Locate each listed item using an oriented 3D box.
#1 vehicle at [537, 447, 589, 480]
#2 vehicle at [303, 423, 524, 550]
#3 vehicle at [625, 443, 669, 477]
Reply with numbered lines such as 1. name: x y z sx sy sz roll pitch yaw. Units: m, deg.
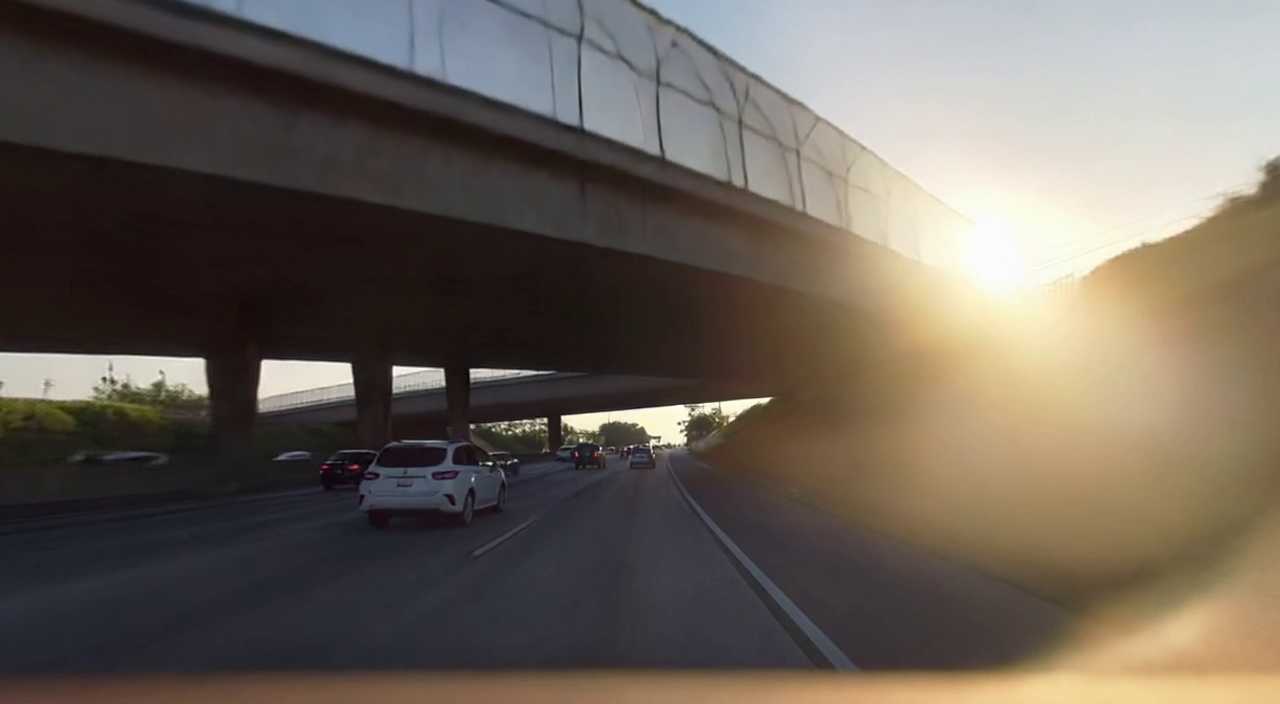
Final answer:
1. vehicle: -3.794 5.574 31.759 1.997 1.490 4.471 0 -8 1
2. vehicle: -3.612 2.221 11.128 2.161 1.759 4.482 0 -8 1
3. vehicle: 0.327 5.614 32.969 2.160 1.678 4.178 0 -8 0
